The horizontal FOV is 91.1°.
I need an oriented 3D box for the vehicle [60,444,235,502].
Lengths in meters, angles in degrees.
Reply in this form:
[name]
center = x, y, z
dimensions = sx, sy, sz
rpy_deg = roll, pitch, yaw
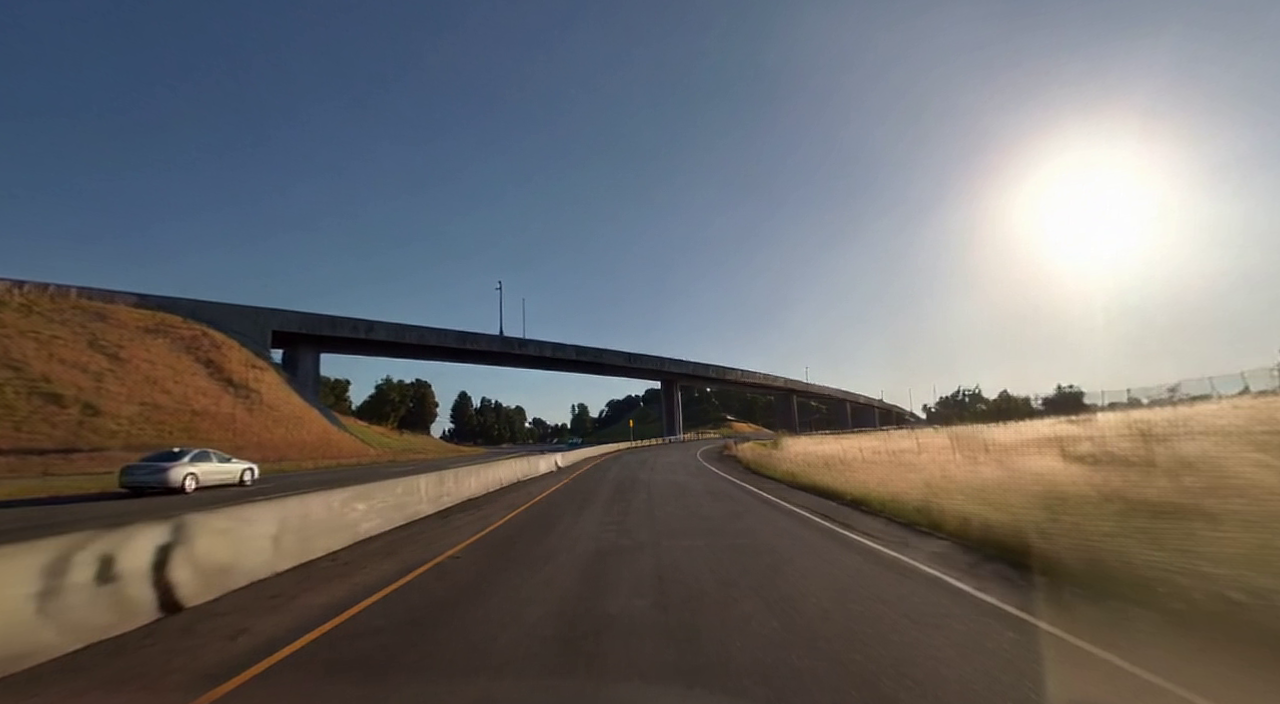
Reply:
[vehicle]
center = -14.351, 3.497, 18.696
dimensions = 1.895, 1.451, 4.168
rpy_deg = 0, -8, -1
